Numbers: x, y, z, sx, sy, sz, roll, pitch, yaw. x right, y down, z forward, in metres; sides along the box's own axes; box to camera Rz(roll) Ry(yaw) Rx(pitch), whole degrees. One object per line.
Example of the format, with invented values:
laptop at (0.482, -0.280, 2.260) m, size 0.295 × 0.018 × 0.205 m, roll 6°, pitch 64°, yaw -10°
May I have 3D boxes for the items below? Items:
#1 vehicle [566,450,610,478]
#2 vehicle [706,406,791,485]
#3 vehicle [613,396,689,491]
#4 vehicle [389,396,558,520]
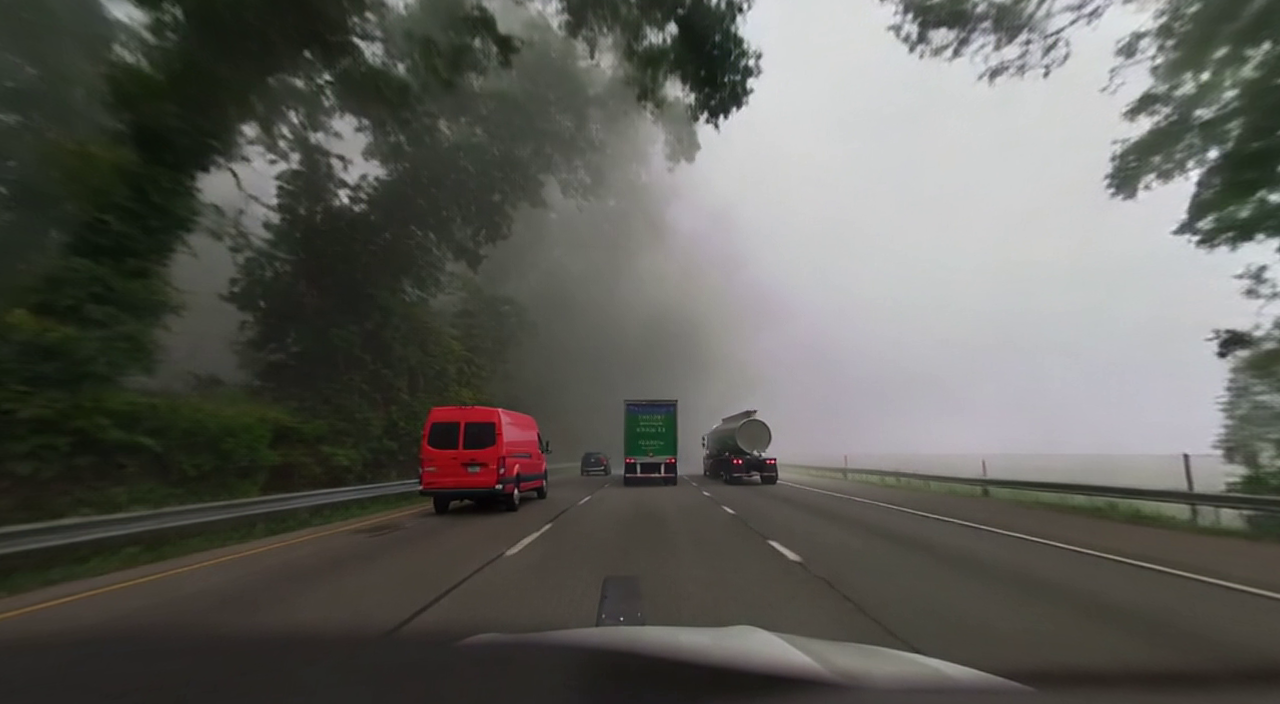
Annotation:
vehicle at (-3.164, 6.942, 39.383) m, size 2.134 × 1.652 × 4.439 m, roll -1°, pitch -9°, yaw 3°
vehicle at (5.410, 5.062, 33.796) m, size 2.706 × 3.500 × 11.483 m, roll 0°, pitch -9°, yaw 1°
vehicle at (0.237, 4.078, 27.562) m, size 2.773 × 3.455 × 9.118 m, roll 0°, pitch -10°, yaw -2°
vehicle at (-3.897, 2.720, 16.435) m, size 2.525 × 2.572 × 6.260 m, roll 0°, pitch -9°, yaw 2°
